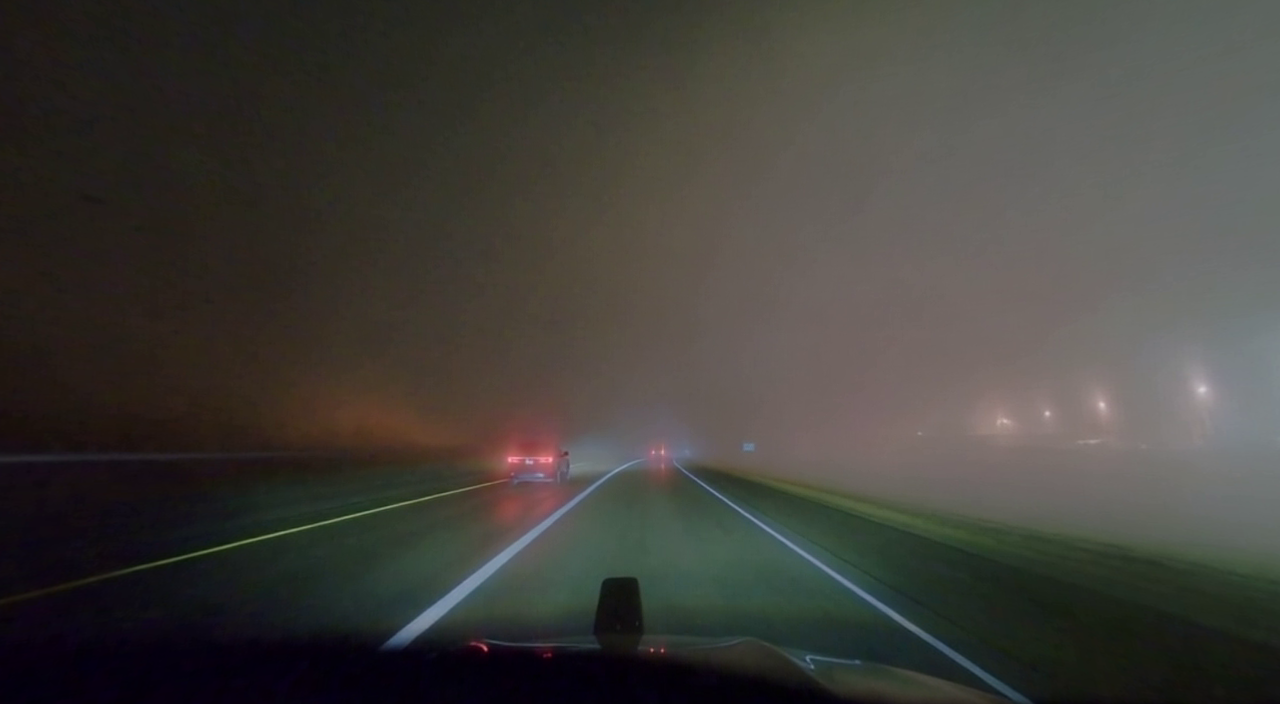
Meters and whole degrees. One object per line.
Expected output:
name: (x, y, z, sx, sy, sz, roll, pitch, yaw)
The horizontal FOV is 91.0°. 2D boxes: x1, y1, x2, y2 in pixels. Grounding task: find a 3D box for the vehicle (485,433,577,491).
vehicle: (-3.601, 3.776, 21.887, 2.193, 1.771, 4.757, -1, -9, 2)
